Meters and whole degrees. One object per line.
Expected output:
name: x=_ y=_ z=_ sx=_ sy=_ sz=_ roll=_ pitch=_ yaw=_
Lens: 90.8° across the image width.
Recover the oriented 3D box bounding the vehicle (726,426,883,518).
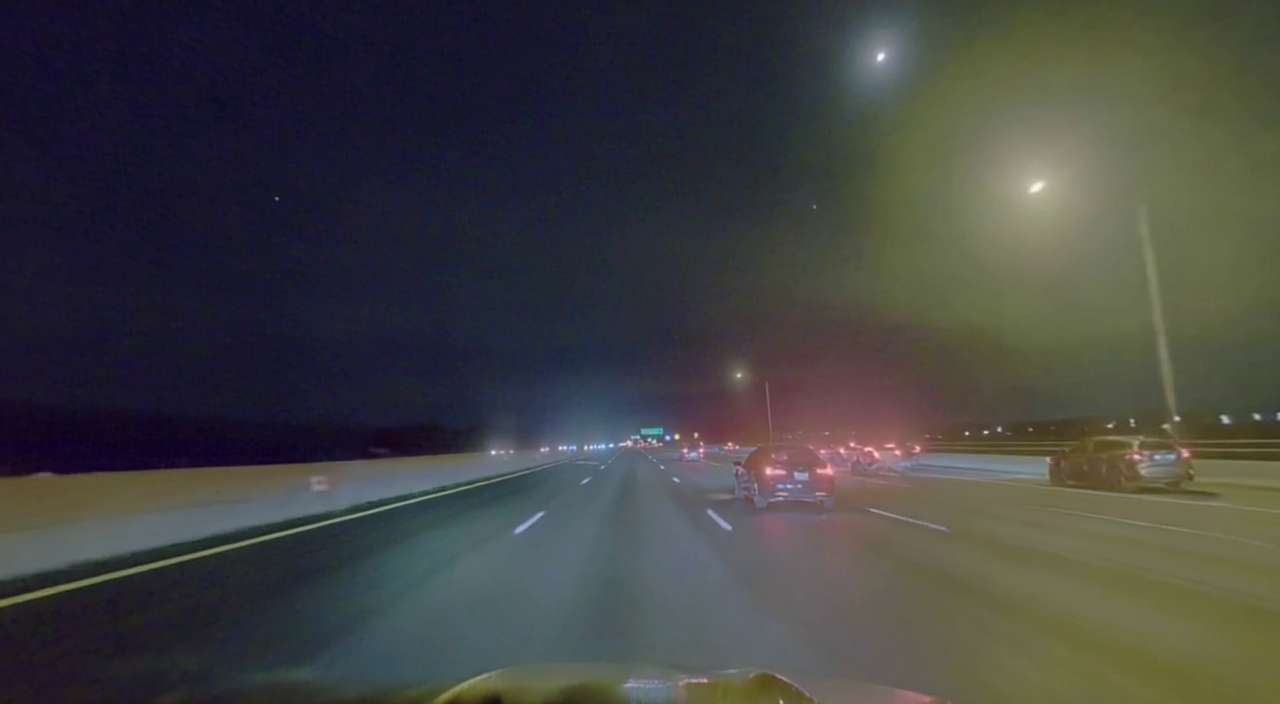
vehicle: x=3.214 y=2.447 z=13.451 sx=1.977 sy=1.601 sz=4.598 roll=0 pitch=-8 yaw=-2

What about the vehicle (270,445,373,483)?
vehicle: x=-11.533 y=4.037 z=23.177 sx=1.730 sy=1.210 sz=3.824 roll=0 pitch=-8 yaw=1

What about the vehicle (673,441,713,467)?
vehicle: x=3.297 y=6.399 z=39.798 sx=2.038 sy=1.477 sz=4.313 roll=0 pitch=-8 yaw=-1

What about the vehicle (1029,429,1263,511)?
vehicle: x=11.030 y=2.587 z=14.259 sx=1.844 sy=1.560 sz=4.085 roll=0 pitch=-8 yaw=0
